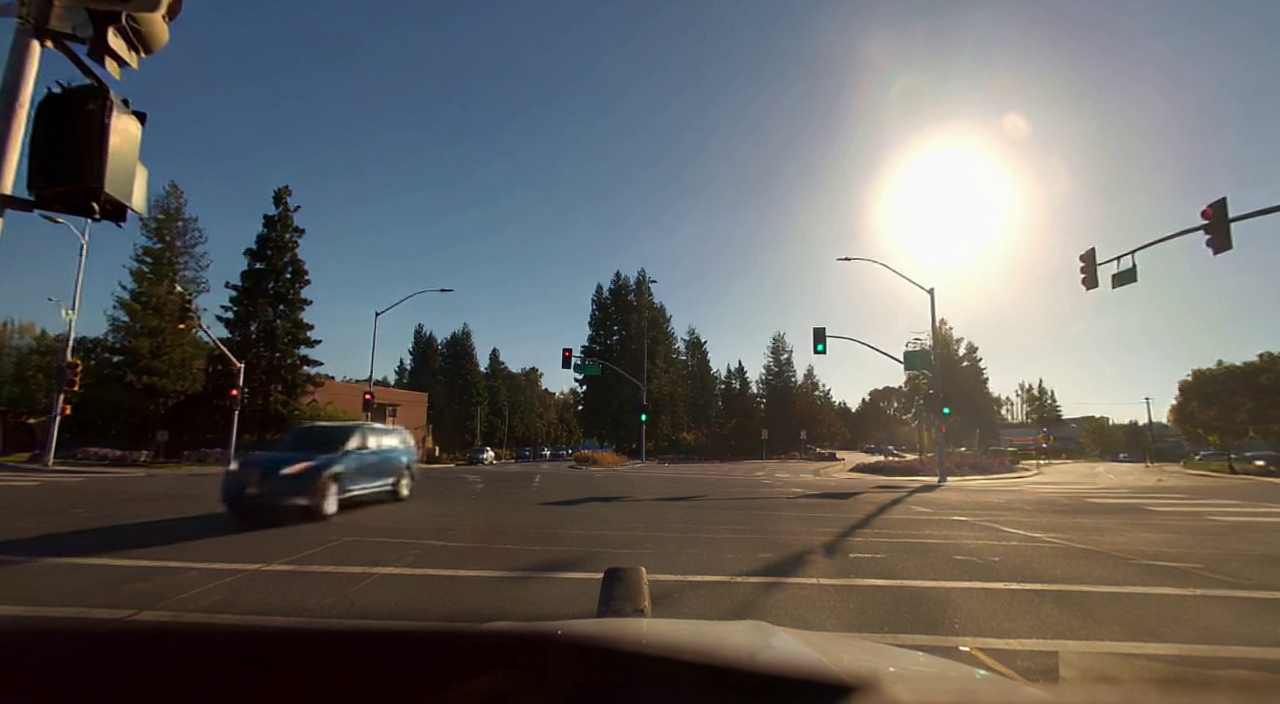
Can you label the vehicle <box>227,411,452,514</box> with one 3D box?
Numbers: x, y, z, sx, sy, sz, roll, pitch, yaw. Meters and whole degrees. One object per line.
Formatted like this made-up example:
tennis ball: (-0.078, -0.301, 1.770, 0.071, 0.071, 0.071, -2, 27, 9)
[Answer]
vehicle: (-6.093, 2.337, 13.838, 2.234, 1.796, 5.416, 0, -8, 0)
